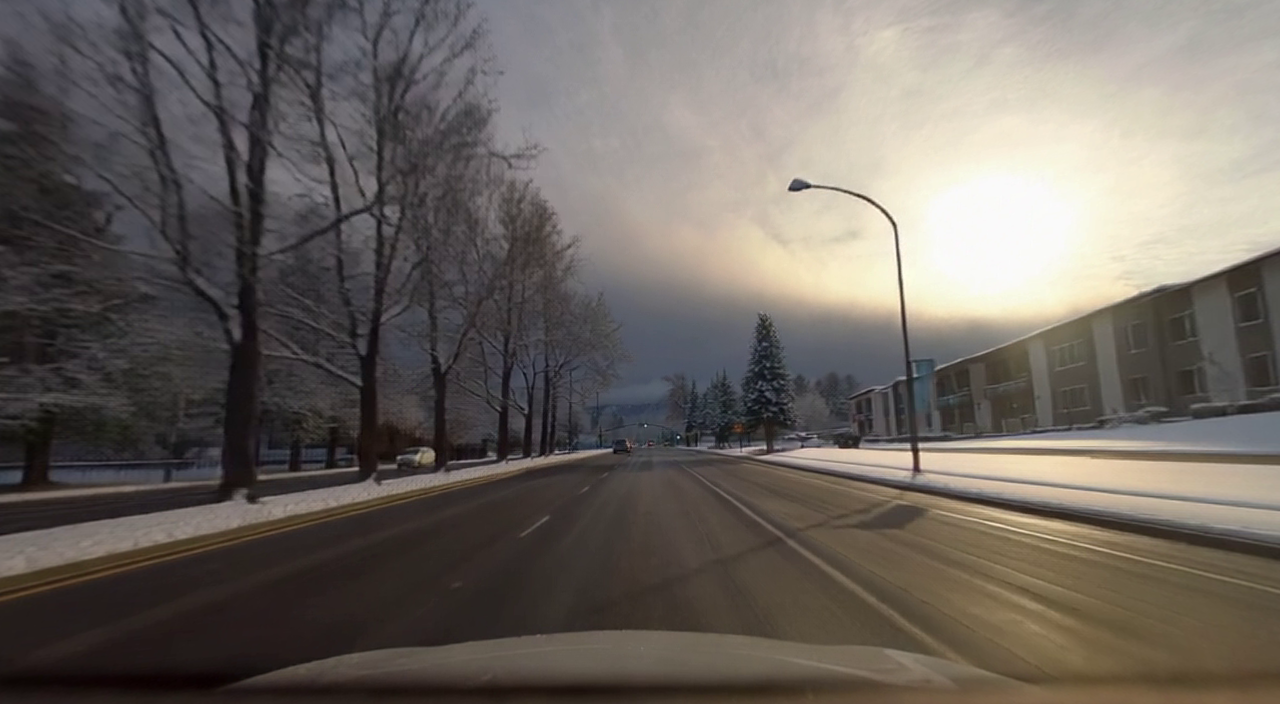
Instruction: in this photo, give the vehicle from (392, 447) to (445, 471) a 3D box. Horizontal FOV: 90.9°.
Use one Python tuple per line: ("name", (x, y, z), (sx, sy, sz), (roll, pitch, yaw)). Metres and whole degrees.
("vehicle", (-16.190, 7.831, 46.367), (2.168, 1.634, 4.610), (0, -8, 1))
